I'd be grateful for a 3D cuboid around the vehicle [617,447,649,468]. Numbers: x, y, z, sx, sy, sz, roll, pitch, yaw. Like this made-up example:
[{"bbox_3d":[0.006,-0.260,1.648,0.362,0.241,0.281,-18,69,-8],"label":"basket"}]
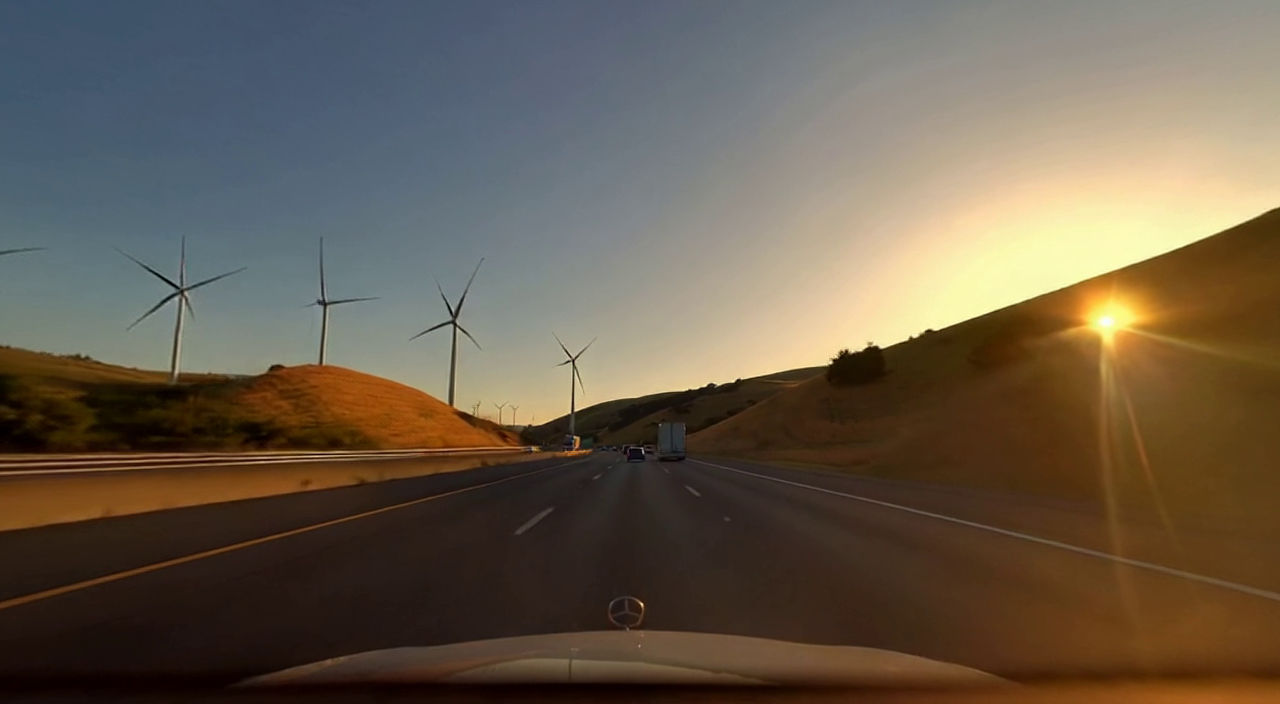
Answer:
[{"bbox_3d":[-0.498,7.587,45.494,2.209,1.453,3.695,0,-9,-1],"label":"vehicle"}]
